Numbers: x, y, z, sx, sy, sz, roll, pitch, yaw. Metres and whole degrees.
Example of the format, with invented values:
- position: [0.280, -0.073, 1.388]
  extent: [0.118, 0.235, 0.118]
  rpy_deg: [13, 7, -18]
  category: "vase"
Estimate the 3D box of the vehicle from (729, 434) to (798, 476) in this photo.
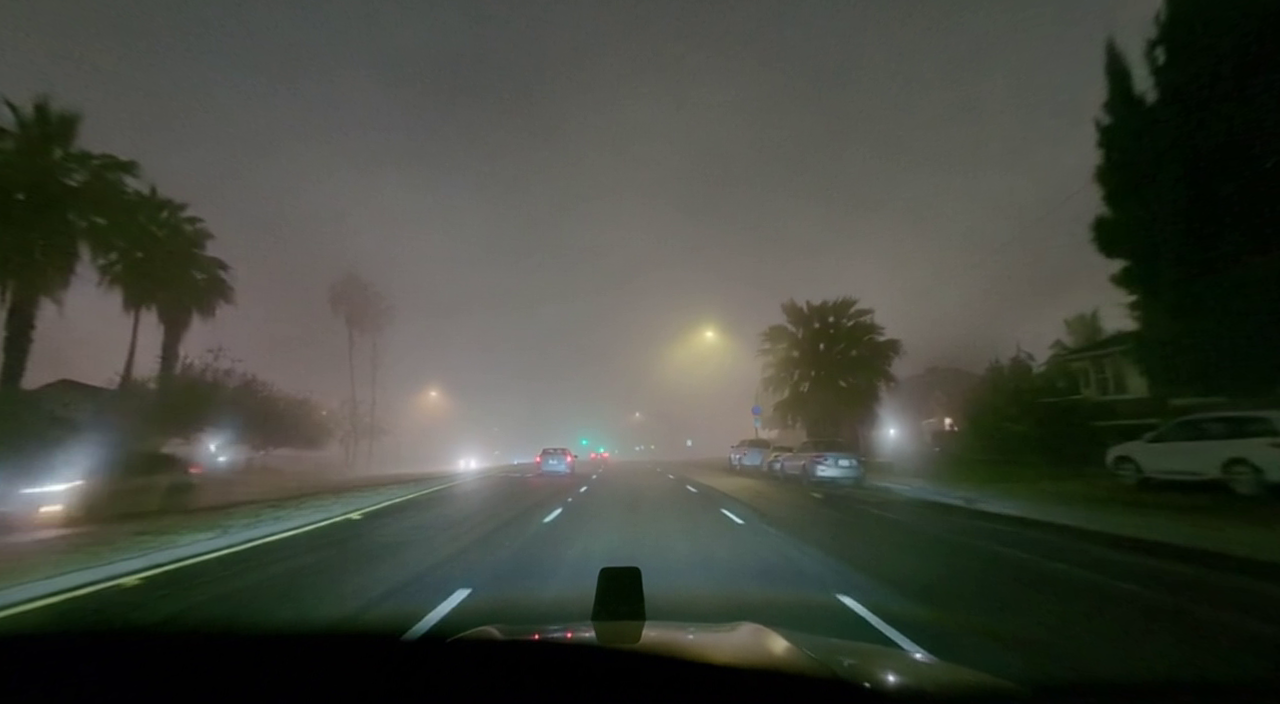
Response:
- position: [6.459, 5.484, 33.977]
  extent: [2.418, 2.004, 6.128]
  rpy_deg: [1, -9, -1]
  category: "vehicle"

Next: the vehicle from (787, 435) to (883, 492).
- position: [6.568, 3.802, 21.869]
  extent: [1.962, 1.725, 4.257]
  rpy_deg: [0, -9, 0]
  category: "vehicle"

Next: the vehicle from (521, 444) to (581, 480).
- position: [-3.883, 4.896, 28.499]
  extent: [2.108, 1.475, 4.555]
  rpy_deg: [1, -9, -1]
  category: "vehicle"

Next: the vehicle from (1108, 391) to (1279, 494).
- position: [13.208, 1.839, 13.222]
  extent: [2.370, 1.936, 5.507]
  rpy_deg: [-3, -8, -2]
  category: "vehicle"

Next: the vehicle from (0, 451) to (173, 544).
- position: [-11.846, 2.808, 12.581]
  extent: [2.152, 1.509, 3.954]
  rpy_deg: [-3, -8, -2]
  category: "vehicle"
